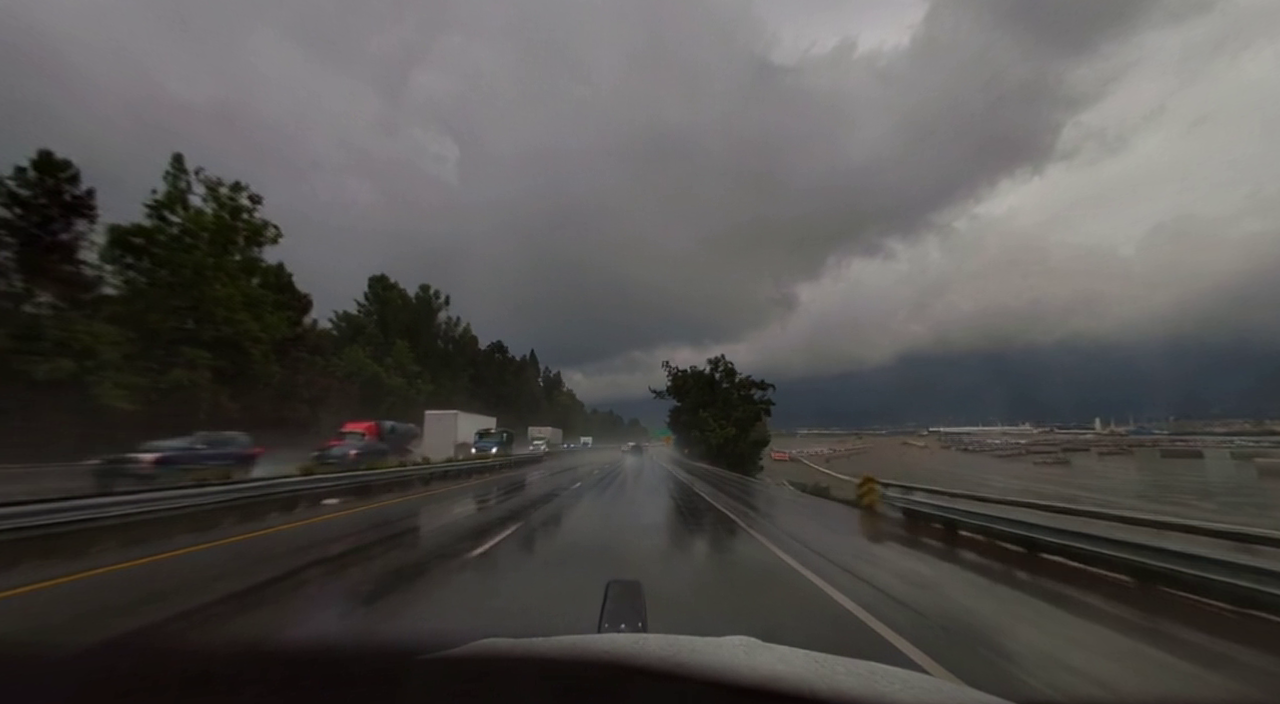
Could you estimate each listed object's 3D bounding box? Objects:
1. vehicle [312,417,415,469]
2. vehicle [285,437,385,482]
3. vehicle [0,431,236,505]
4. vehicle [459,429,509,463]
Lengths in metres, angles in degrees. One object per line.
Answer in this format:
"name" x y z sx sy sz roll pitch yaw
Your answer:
"vehicle" -16.838 5.674 39.173 2.790 2.882 7.737 0 -9 1
"vehicle" -12.459 4.413 26.117 1.966 1.662 4.366 0 -9 0
"vehicle" -12.628 2.816 15.733 2.140 1.563 4.347 0 -9 0
"vehicle" -11.709 7.110 47.710 2.308 2.426 5.240 0 -9 1
